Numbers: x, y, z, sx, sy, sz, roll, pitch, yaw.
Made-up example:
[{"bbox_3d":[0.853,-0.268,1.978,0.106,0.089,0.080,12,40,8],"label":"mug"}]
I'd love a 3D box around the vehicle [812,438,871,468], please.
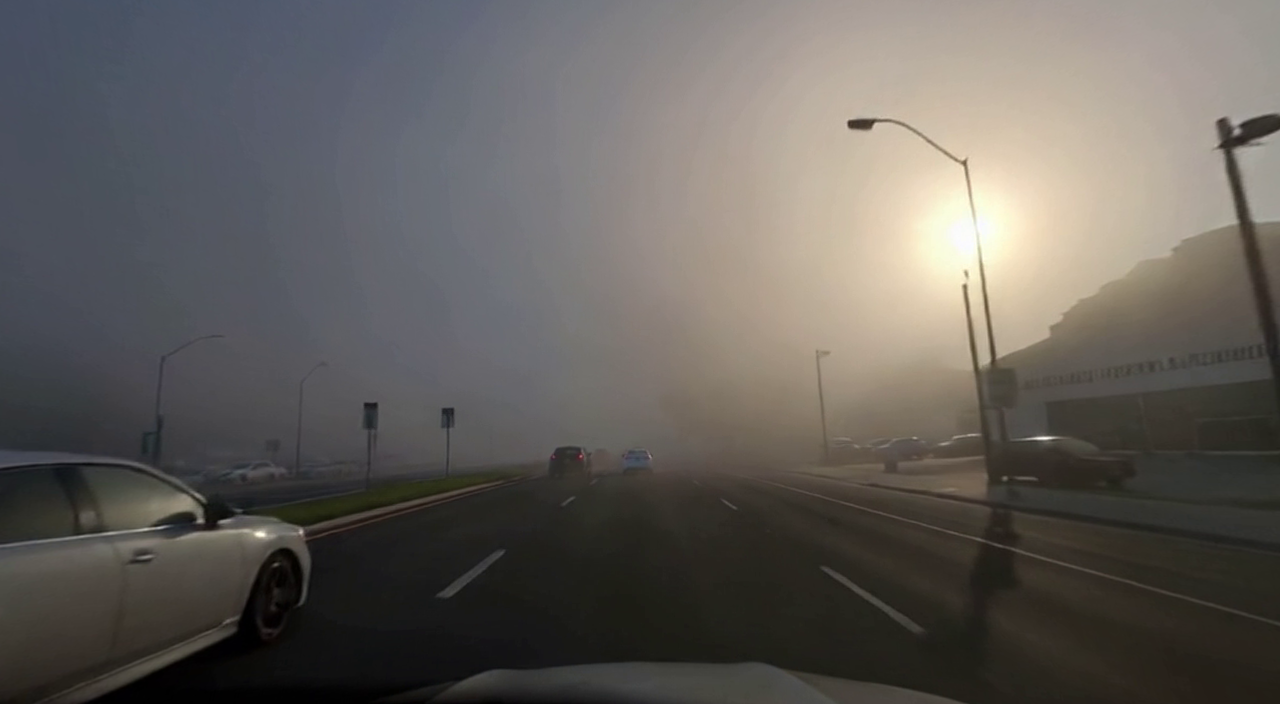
[{"bbox_3d":[13.065,6.585,41.211,2.072,1.769,5.000,0,-9,-2],"label":"vehicle"}]

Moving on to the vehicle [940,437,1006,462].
[{"bbox_3d":[21.537,6.363,40.934,1.807,1.519,4.550,0,-9,1],"label":"vehicle"}]

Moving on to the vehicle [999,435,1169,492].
[{"bbox_3d":[13.357,3.385,19.411,1.914,1.523,4.747,0,-9,3],"label":"vehicle"}]

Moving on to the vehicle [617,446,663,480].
[{"bbox_3d":[-0.022,5.144,29.403,2.019,1.459,4.005,0,-9,0],"label":"vehicle"}]

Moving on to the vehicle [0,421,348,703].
[{"bbox_3d":[-3.582,1.144,3.275,2.003,1.488,4.282,0,-9,1],"label":"vehicle"}]

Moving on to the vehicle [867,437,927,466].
[{"bbox_3d":[16.289,6.359,40.190,1.930,1.713,4.756,0,-9,2],"label":"vehicle"}]

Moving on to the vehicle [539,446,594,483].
[{"bbox_3d":[-3.263,5.063,28.646,1.939,1.496,4.309,0,-9,1],"label":"vehicle"}]

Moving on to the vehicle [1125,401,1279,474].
[{"bbox_3d":[20.039,2.856,20.951,5.511,2.262,2.351,-2,-9,15],"label":"vehicle"}]
